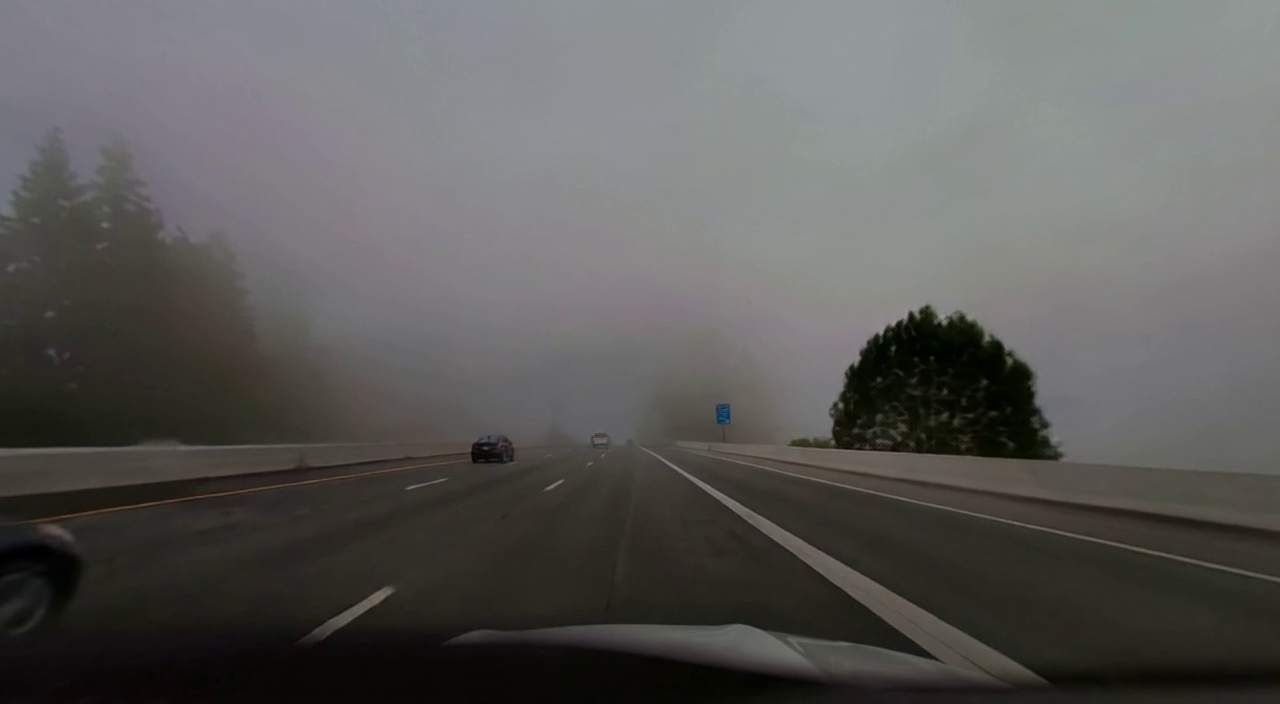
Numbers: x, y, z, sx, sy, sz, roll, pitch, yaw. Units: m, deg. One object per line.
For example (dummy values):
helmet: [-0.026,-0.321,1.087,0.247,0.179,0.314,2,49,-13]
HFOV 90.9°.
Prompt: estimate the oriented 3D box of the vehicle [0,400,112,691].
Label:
vehicle: [-4.249,0.841,2.026,1.912,1.495,3.703,0,-8,-1]

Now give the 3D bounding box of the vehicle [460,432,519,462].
vehicle: [-8.487,5.360,36.035,2.092,1.574,5.251,0,-8,0]
